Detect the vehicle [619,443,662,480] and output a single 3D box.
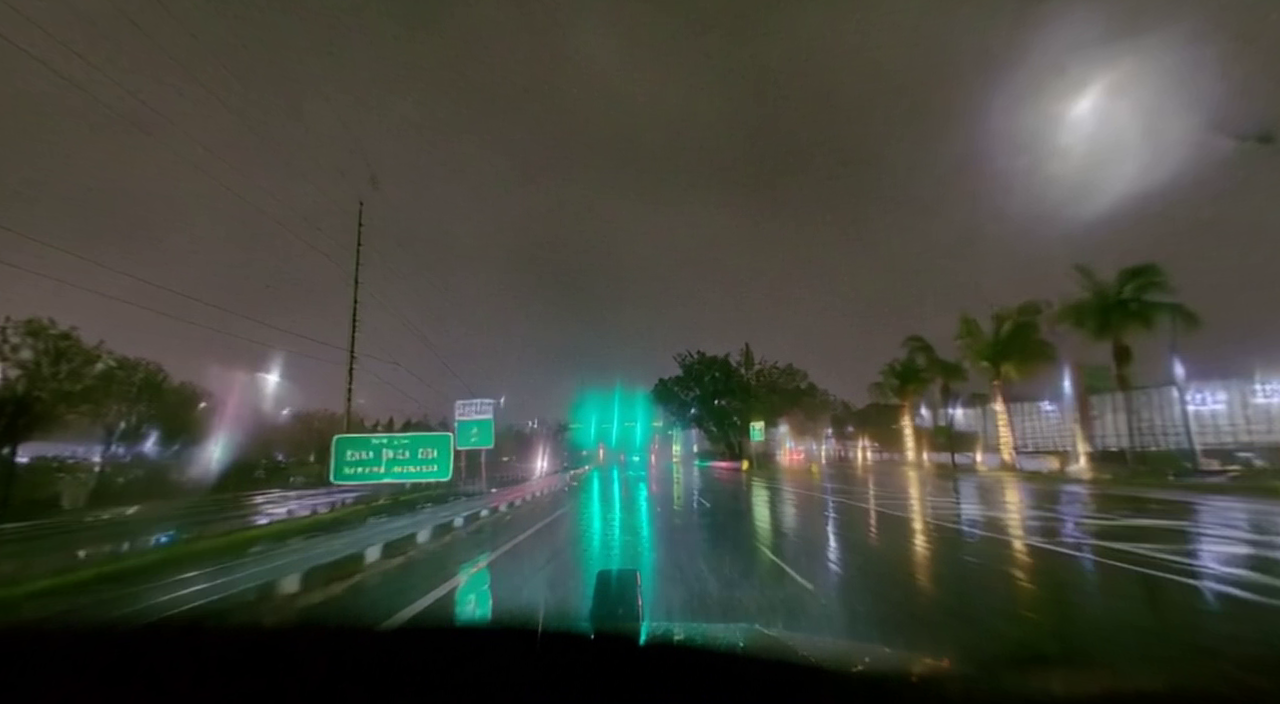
[{"bbox_3d":[-0.023,5.562,32.248,2.089,1.718,4.193,0,-9,-1],"label":"vehicle"}]
